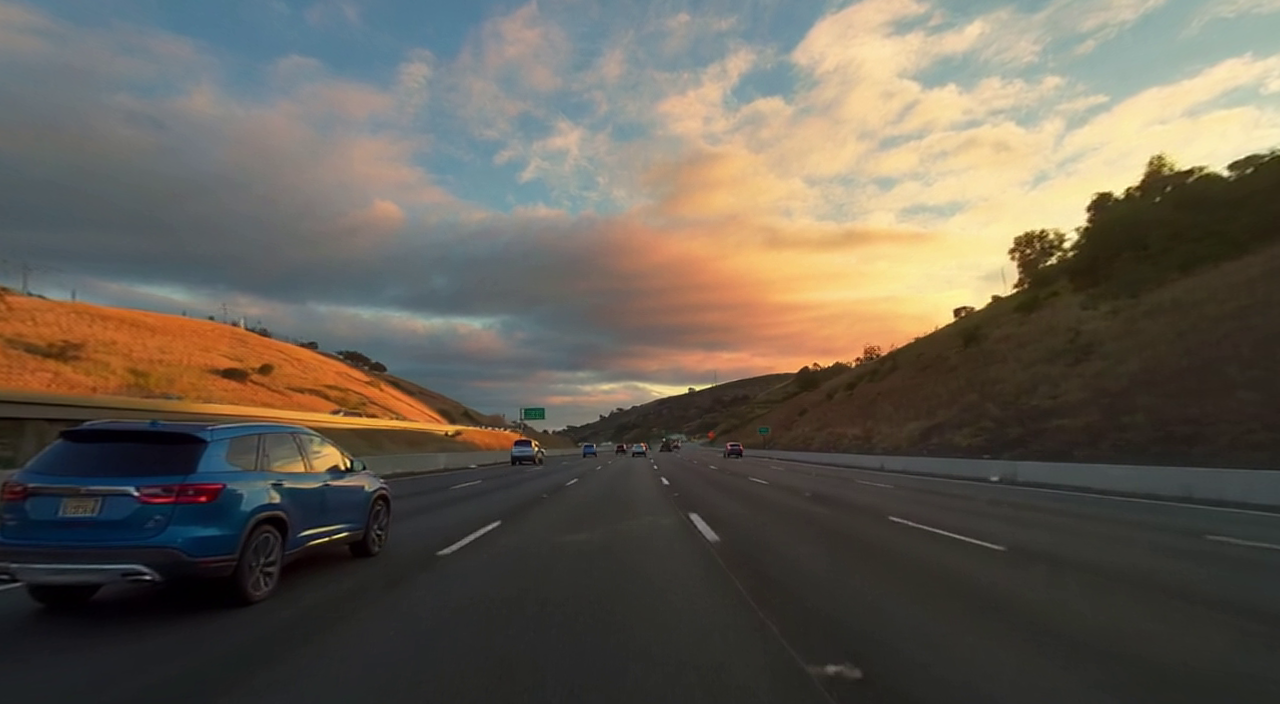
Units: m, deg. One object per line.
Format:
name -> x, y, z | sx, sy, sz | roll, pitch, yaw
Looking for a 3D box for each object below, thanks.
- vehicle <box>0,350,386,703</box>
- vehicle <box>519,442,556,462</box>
vehicle -> -3.816, 1.114, 4.480 | 2.047, 1.715, 4.689 | 0, -9, 0
vehicle -> -7.983, 7.845, 49.566 | 2.054, 1.474, 4.450 | 0, -9, 1
